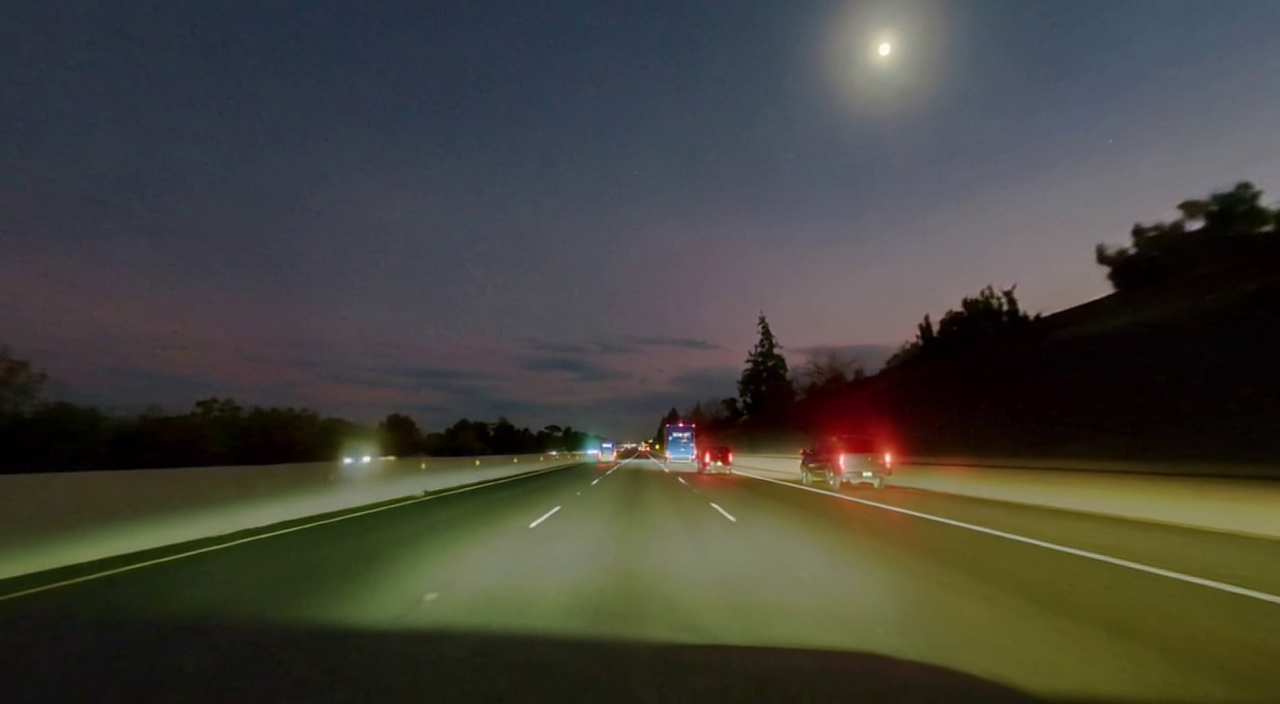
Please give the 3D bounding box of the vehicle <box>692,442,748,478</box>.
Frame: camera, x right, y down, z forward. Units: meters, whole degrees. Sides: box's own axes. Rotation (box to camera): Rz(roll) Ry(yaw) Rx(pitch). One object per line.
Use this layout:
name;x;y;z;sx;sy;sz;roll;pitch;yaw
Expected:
vehicle;3.832;5.262;30.976;2.066;1.638;4.158;0;-9;-1

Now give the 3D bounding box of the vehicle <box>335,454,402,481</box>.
vehicle;-16.246;6.899;37.977;1.963;1.432;4.455;-1;-9;1
